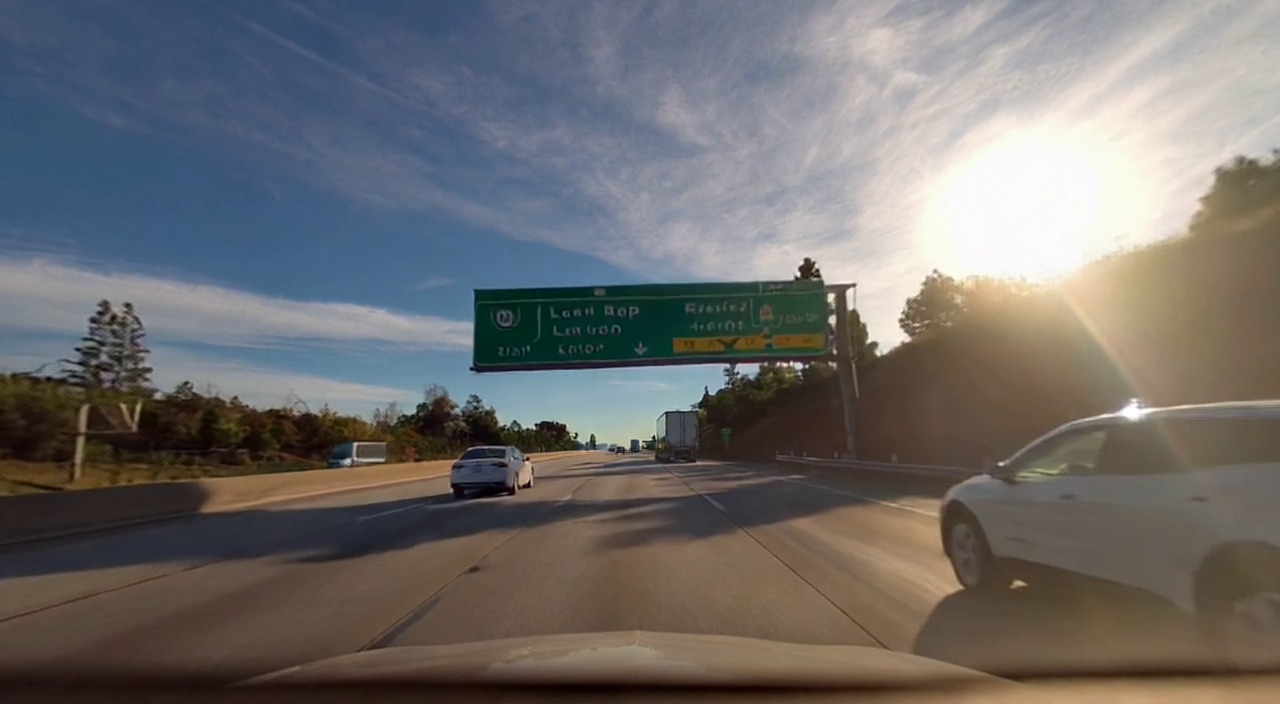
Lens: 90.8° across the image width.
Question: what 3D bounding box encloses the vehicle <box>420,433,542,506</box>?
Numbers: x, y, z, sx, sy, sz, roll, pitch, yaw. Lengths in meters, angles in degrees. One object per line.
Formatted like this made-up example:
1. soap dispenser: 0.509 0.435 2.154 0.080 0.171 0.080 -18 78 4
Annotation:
1. vehicle: -3.881 2.951 16.385 1.903 1.607 4.770 0 -8 0

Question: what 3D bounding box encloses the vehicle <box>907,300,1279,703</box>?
1. vehicle: 3.378 0.823 3.154 2.065 1.760 4.488 0 -8 -1

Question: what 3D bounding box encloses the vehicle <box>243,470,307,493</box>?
1. vehicle: -25.533 9.030 44.369 1.816 1.274 4.395 0 -8 1
